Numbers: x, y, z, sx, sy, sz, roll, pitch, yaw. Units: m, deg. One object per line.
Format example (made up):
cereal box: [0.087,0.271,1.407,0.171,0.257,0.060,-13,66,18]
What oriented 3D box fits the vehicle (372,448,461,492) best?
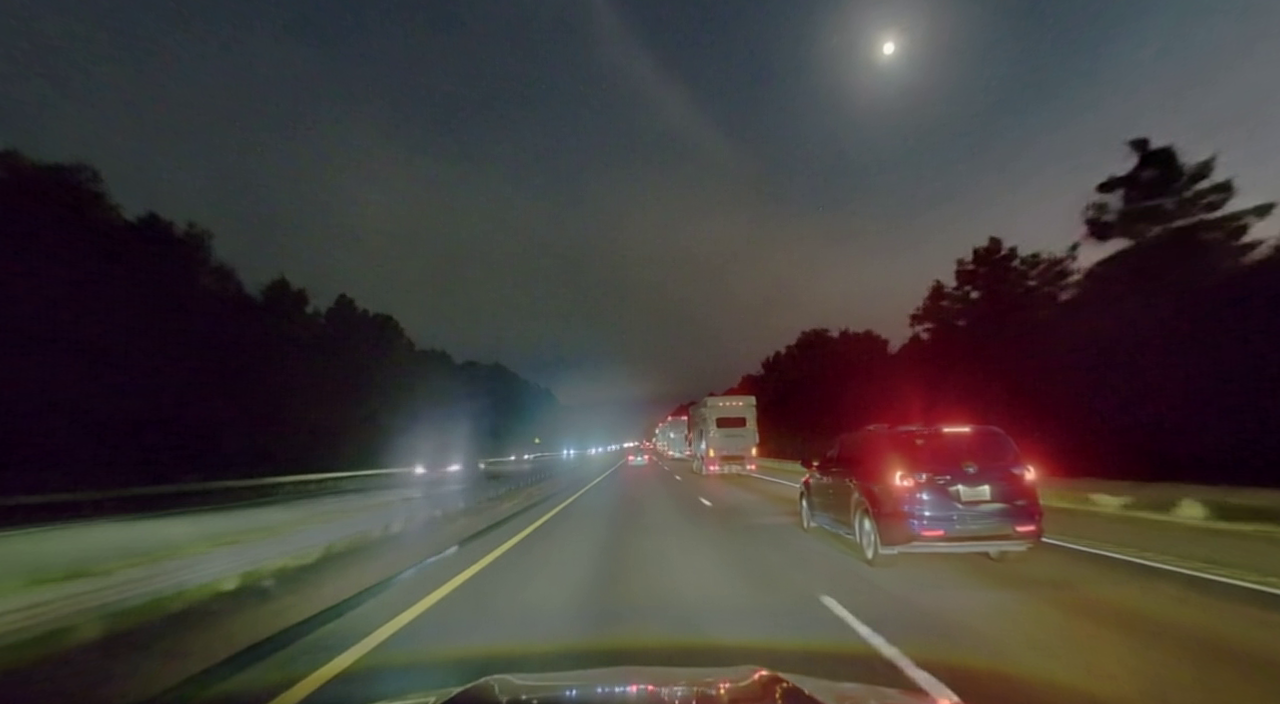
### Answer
vehicle: [-8.704,4.583,24.936,1.920,1.564,4.208,0,-9,0]

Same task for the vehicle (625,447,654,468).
vehicle: [-0.069,7.231,43.285,1.926,1.386,3.615,0,-9,-1]

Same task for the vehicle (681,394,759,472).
vehicle: [4.708,5.408,40.706,2.939,4.129,14.300,0,-9,-1]
